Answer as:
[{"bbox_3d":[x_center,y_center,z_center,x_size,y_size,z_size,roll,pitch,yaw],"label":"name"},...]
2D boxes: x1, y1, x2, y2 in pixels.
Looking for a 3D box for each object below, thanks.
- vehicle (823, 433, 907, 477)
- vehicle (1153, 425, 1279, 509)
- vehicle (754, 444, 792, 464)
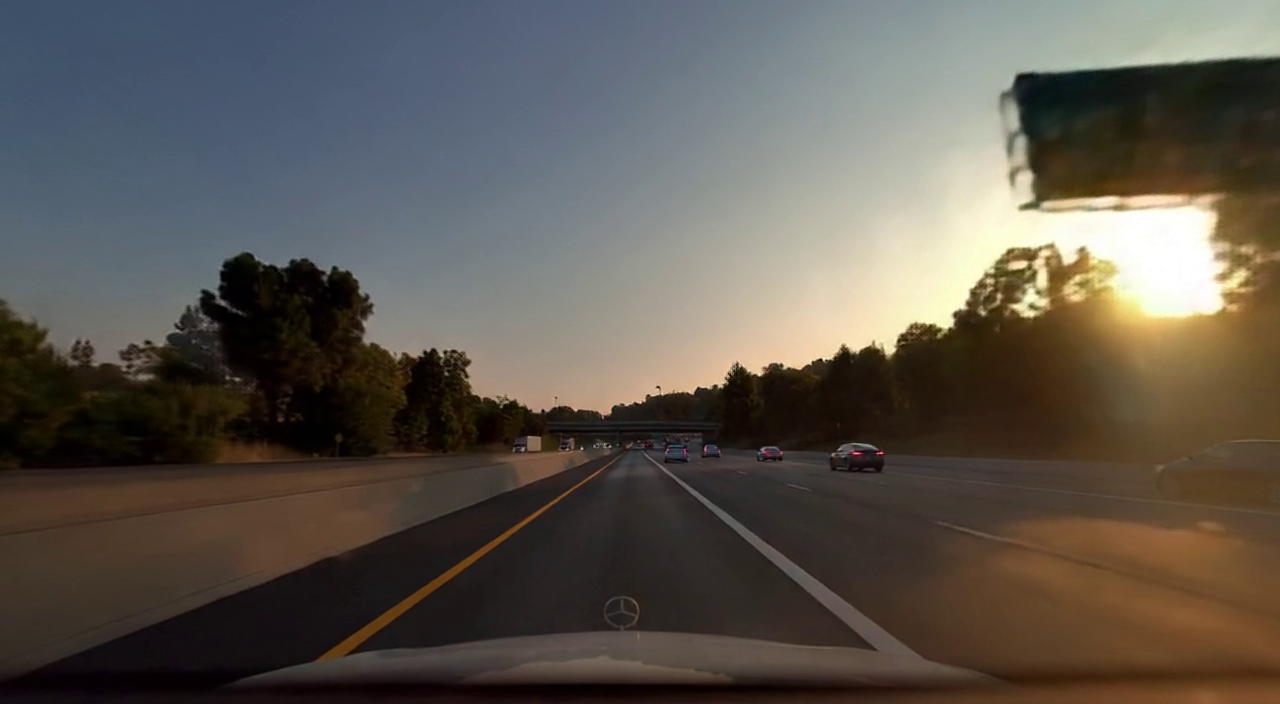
[{"bbox_3d":[10.236,4.720,29.118,2.098,1.820,4.505,0,-9,-1],"label":"vehicle"},{"bbox_3d":[14.076,2.484,13.787,1.957,1.709,4.387,0,-9,-1],"label":"vehicle"},{"bbox_3d":[10.449,8.014,49.838,1.931,1.479,4.183,0,-9,-2],"label":"vehicle"}]
